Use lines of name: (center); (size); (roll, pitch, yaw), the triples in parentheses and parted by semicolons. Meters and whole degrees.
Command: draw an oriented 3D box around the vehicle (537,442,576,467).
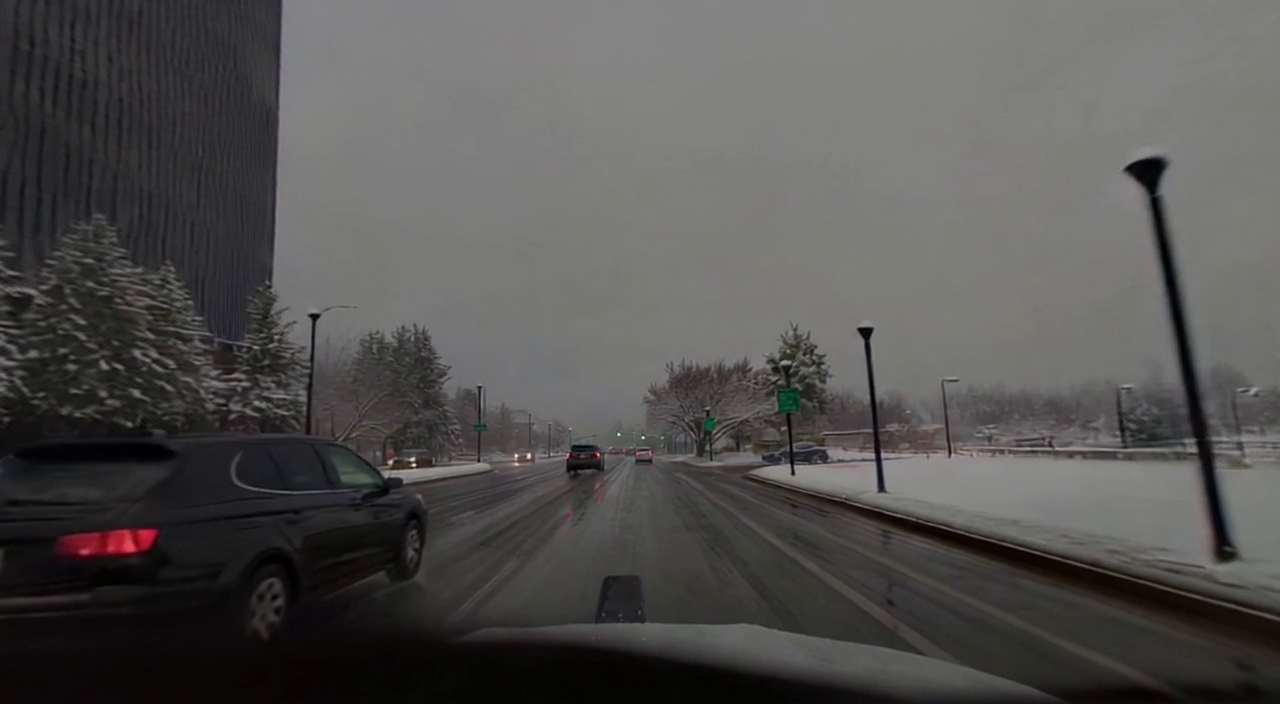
vehicle: (-6.290, 7.774, 48.138); (2.224, 1.821, 4.711); (0, -8, 1)

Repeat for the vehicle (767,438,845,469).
vehicle: (10.755, 6.581, 41.202); (4.430, 1.683, 1.966); (-3, -8, 0)

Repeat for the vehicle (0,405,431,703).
vehicle: (-3.323, 1.285, 4.789); (2.040, 1.497, 4.193); (0, -8, 0)

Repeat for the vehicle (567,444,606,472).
vehicle: (-3.161, 6.323, 37.924); (1.983, 1.545, 3.773); (0, -8, 1)
